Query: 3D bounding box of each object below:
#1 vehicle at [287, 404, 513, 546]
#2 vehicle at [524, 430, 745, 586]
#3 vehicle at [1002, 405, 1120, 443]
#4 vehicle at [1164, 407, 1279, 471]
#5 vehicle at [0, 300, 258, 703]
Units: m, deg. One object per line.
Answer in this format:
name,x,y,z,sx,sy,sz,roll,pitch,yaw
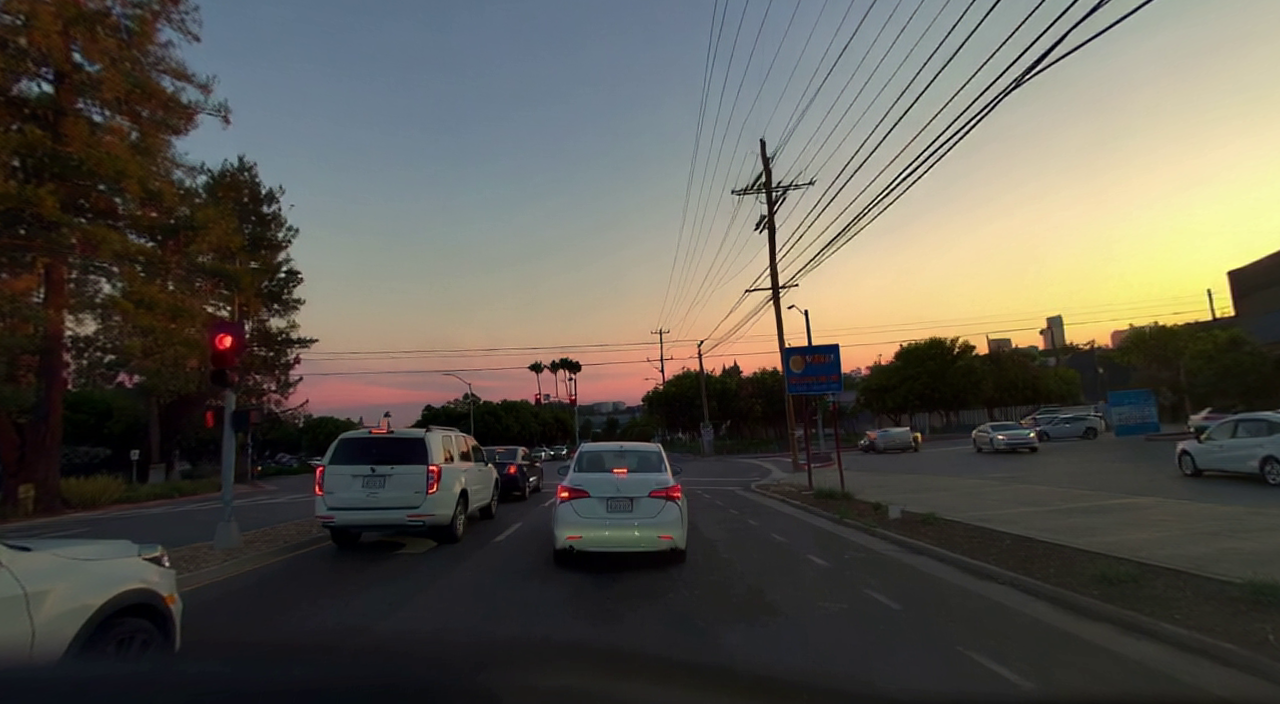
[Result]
vehicle,-3.850,2.085,11.368,2.147,1.963,4.927,0,-8,-1
vehicle,-0.104,1.800,8.138,2.121,1.474,3.968,0,-8,-1
vehicle,26.849,4.642,40.505,5.782,2.286,2.223,-1,-9,4
vehicle,17.009,2.544,18.270,1.858,1.622,4.491,-5,-10,28
vehicle,-3.594,0.631,1.525,2.085,1.943,5.053,0,-8,1
